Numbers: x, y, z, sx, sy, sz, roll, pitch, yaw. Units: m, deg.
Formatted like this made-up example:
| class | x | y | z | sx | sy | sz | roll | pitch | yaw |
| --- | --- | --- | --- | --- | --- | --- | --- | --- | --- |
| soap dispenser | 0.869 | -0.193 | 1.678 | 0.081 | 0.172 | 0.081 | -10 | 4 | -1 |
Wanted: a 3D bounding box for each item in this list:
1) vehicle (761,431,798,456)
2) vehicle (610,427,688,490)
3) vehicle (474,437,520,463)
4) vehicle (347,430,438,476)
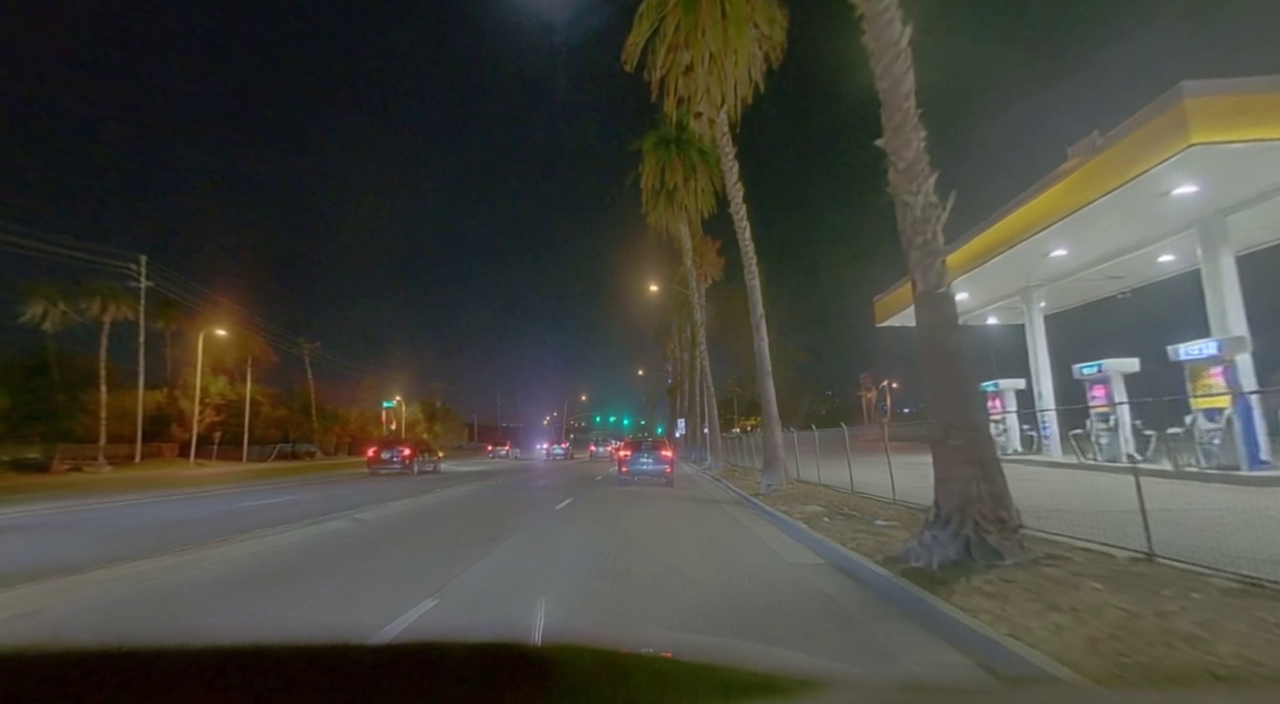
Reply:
| class | x | y | z | sx | sy | sz | roll | pitch | yaw |
| --- | --- | --- | --- | --- | --- | --- | --- | --- | --- |
| vehicle | 8.664 | 5.641 | 38.851 | 1.837 | 1.416 | 3.947 | -2 | -8 | 18 |
| vehicle | 0.300 | 3.181 | 19.136 | 2.121 | 1.710 | 3.893 | 0 | -8 | 2 |
| vehicle | -10.182 | 6.958 | 45.011 | 1.998 | 1.731 | 4.952 | 0 | -8 | 1 |
| vehicle | -10.252 | 4.205 | 26.395 | 1.965 | 1.743 | 4.327 | 0 | -8 | 2 |
